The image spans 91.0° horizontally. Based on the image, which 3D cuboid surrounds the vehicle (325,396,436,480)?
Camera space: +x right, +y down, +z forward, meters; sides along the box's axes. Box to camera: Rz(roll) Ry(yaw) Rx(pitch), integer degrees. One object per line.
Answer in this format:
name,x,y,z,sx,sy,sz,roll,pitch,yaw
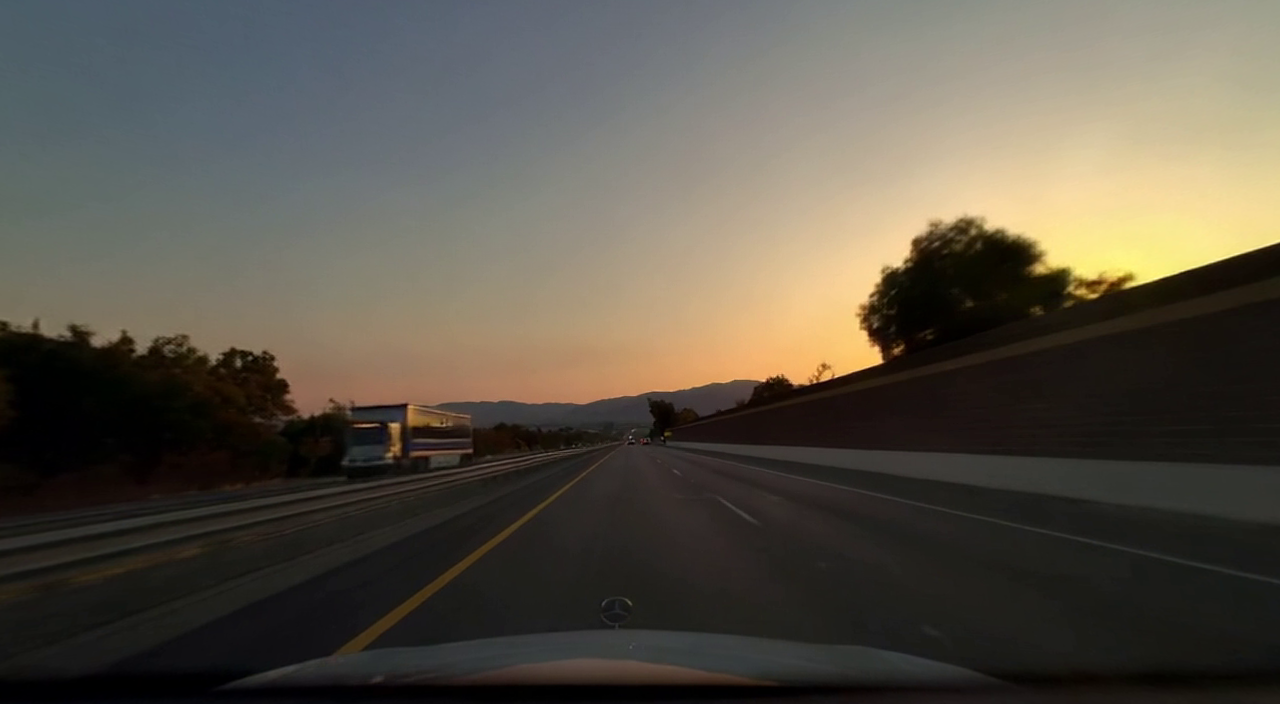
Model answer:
vehicle,-13.692,4.623,33.945,3.370,4.028,6.280,0,-8,-2
